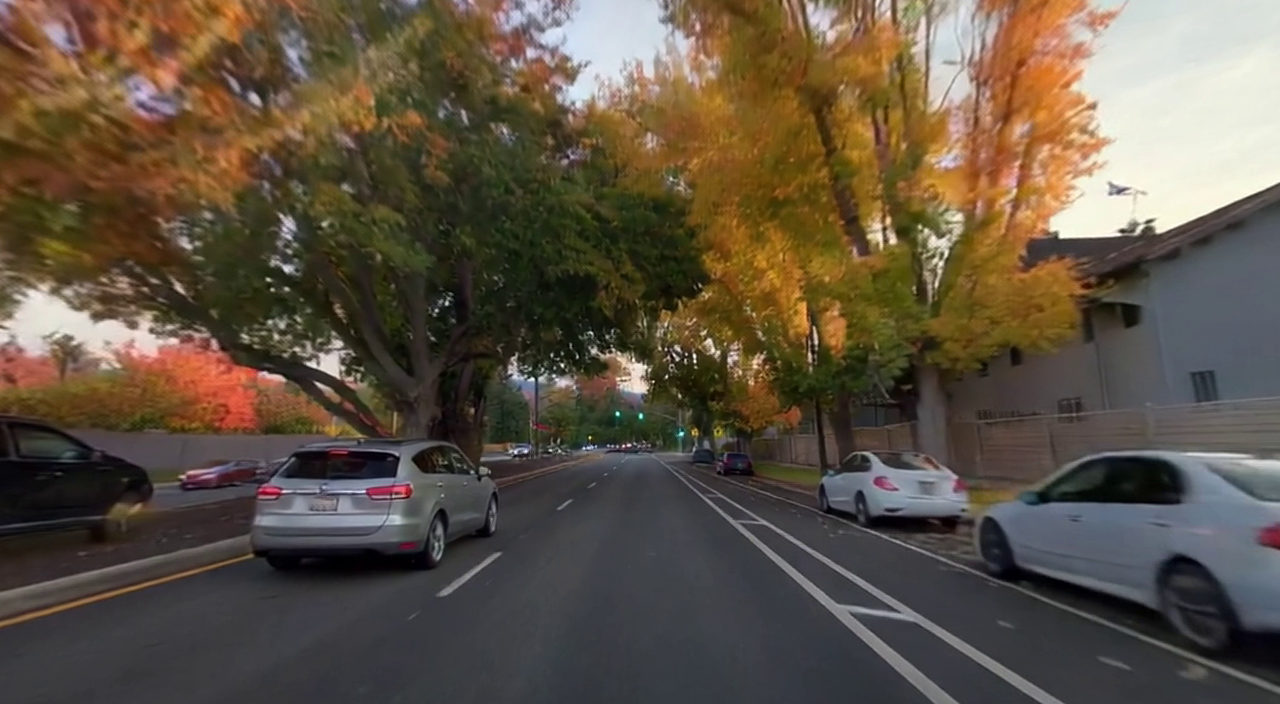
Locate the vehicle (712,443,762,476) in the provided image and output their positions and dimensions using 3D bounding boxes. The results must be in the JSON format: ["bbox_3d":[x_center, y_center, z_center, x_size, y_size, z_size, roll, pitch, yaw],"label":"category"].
[{"bbox_3d":[4.864,5.446,32.177,1.955,1.499,4.536,0,-9,2],"label":"vehicle"}]

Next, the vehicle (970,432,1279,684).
[{"bbox_3d":[4.786,1.425,5.003,1.889,1.491,4.614,0,-9,1],"label":"vehicle"}]

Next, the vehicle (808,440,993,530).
[{"bbox_3d":[5.030,2.603,12.981,1.900,1.504,4.474,0,-9,0],"label":"vehicle"}]

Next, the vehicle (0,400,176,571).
[{"bbox_3d":[-7.492,1.367,6.526,2.034,1.711,4.512,1,-9,-3],"label":"vehicle"}]

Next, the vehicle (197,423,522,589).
[{"bbox_3d":[-2.978,1.738,8.011,1.982,1.478,4.465,0,-9,1],"label":"vehicle"}]
